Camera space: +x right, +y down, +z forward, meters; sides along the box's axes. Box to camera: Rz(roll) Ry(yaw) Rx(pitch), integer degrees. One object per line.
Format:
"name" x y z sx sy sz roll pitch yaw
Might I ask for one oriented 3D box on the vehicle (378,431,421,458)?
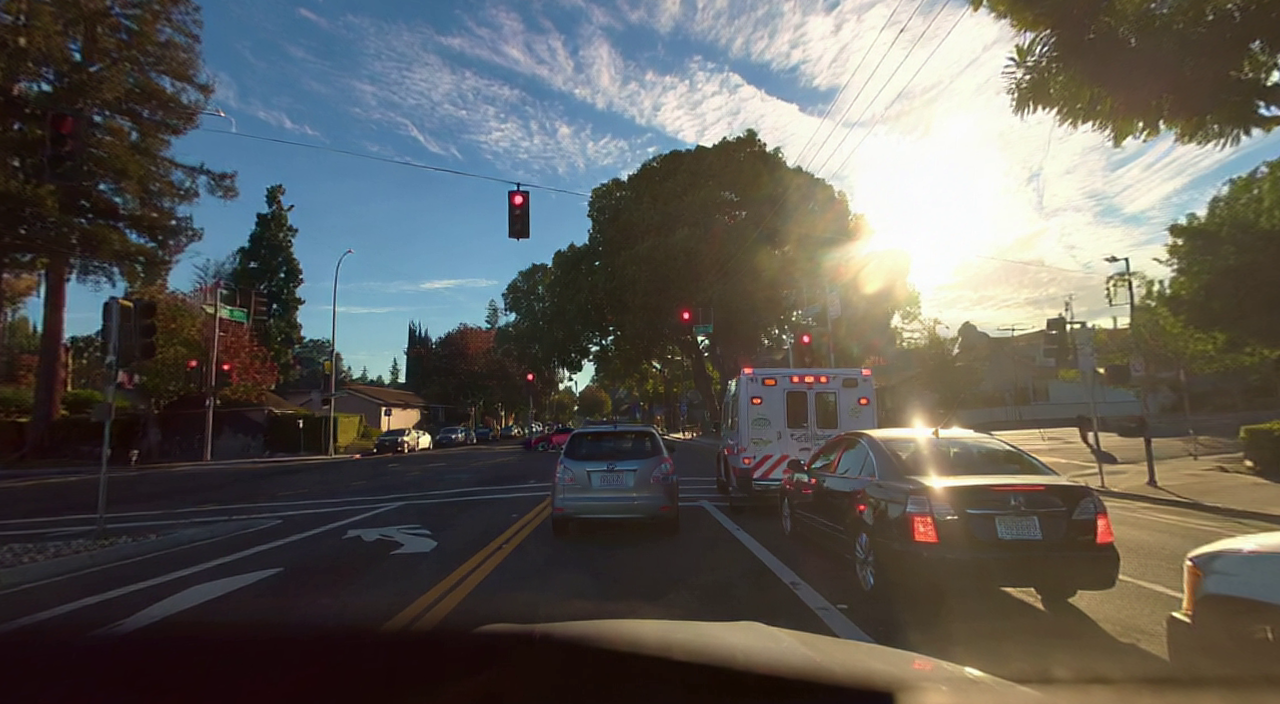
"vehicle" -17.759 6.880 46.862 2.246 1.880 4.454 1 -8 -12

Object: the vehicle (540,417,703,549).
"vehicle" -0.279 1.984 10.180 2.114 1.707 3.725 0 -8 -1

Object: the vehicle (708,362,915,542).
"vehicle" 2.880 1.892 12.353 2.406 2.687 5.521 0 -8 0

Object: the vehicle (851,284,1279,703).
"vehicle" 2.851 0.894 2.835 2.194 1.820 4.652 0 -8 0
